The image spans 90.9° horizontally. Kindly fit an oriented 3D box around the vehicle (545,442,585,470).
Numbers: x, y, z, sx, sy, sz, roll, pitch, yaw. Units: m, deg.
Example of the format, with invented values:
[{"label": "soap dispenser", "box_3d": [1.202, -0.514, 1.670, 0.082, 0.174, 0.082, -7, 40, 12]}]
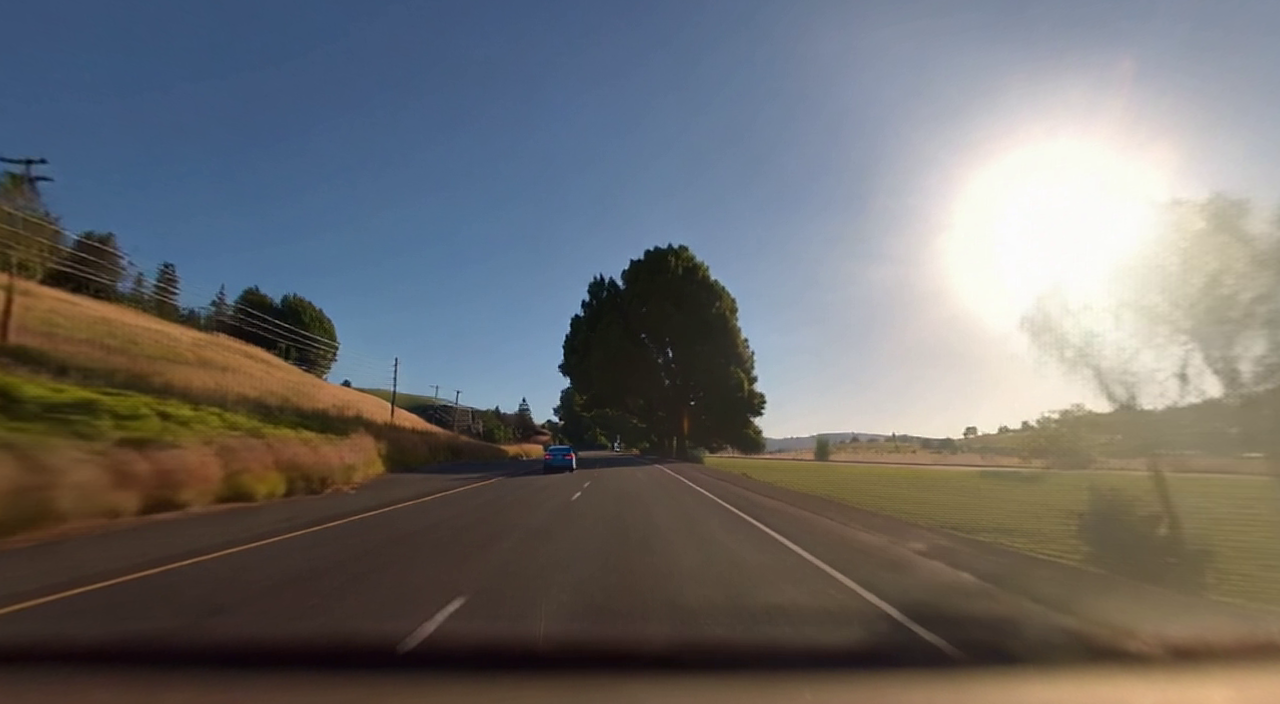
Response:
[{"label": "vehicle", "box_3d": [-4.261, 5.953, 36.274, 1.968, 1.503, 4.443, 0, -8, -3]}]
